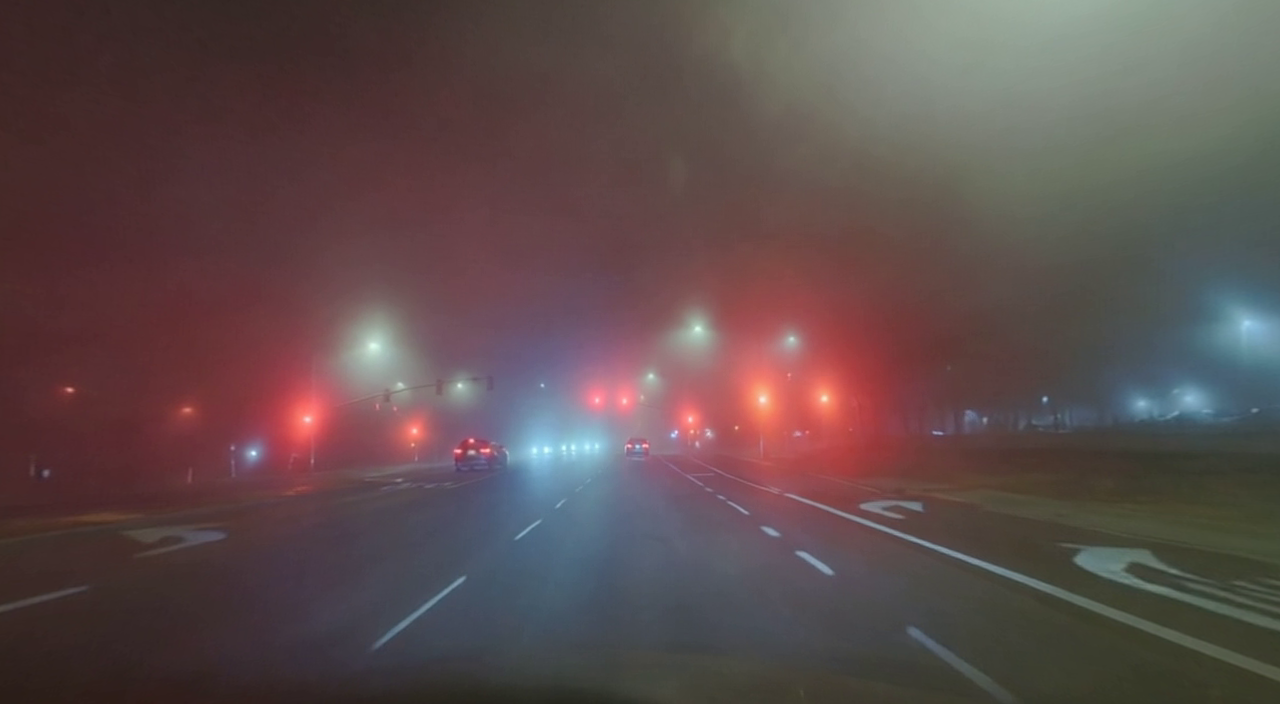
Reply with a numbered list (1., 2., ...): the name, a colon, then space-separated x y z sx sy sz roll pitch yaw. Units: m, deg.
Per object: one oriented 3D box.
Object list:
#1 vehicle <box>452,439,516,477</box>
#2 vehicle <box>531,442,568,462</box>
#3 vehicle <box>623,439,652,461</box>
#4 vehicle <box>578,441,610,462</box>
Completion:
1. vehicle: -6.986 4.781 28.750 1.869 1.570 4.064 0 -8 0
2. vehicle: -6.799 7.549 47.952 2.074 1.447 4.224 0 -8 1
3. vehicle: -0.137 7.000 45.222 1.985 1.521 3.968 0 -8 0
4. vehicle: -3.220 7.134 45.359 1.946 1.437 4.154 0 -8 1
